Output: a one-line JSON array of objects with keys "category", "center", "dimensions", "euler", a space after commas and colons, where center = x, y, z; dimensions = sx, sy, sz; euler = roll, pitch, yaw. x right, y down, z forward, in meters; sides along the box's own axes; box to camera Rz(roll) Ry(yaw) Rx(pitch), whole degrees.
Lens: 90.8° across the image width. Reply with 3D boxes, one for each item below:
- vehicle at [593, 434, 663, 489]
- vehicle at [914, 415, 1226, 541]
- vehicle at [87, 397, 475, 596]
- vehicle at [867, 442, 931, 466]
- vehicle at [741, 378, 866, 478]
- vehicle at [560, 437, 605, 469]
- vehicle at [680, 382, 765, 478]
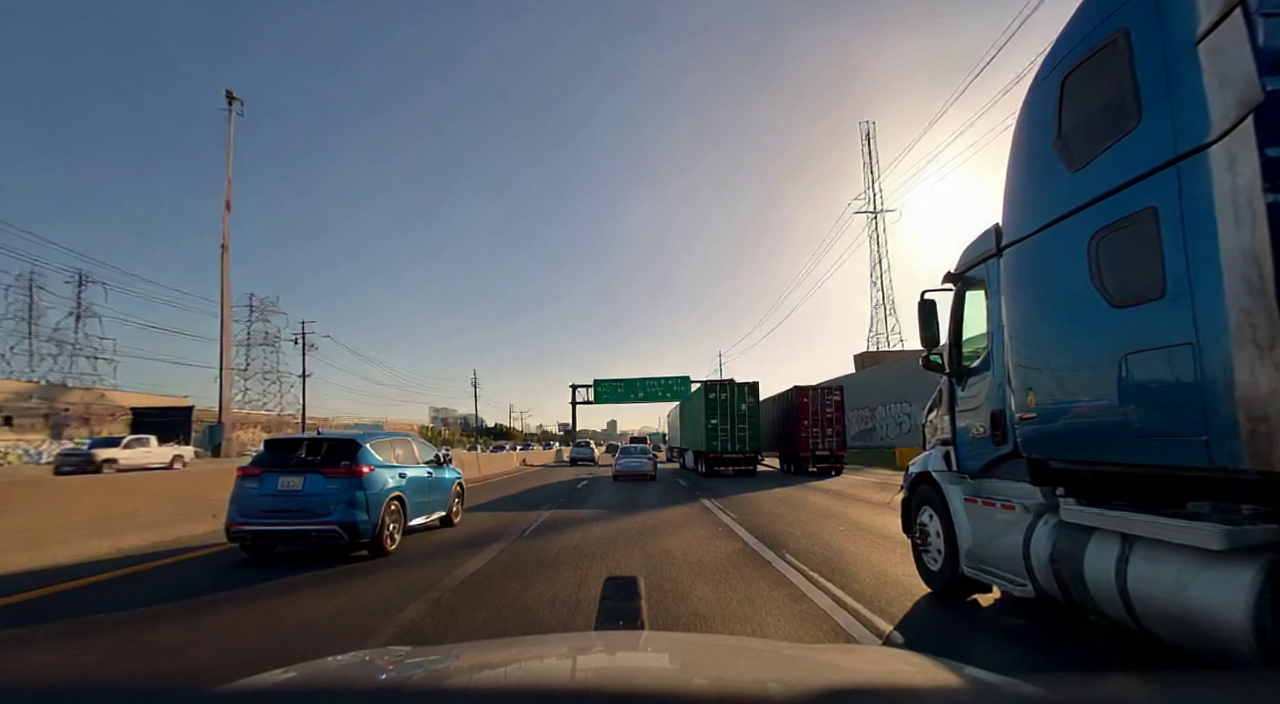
[{"category": "vehicle", "center": [-0.388, 3.736, 21.836], "dimensions": [2.191, 1.685, 4.015], "euler": [0, -9, -1]}, {"category": "vehicle", "center": [6.989, 2.100, 11.142], "dimensions": [2.202, 1.731, 4.628], "euler": [0, -9, 0]}, {"category": "vehicle", "center": [-3.891, 1.666, 8.140], "dimensions": [2.264, 1.804, 4.584], "euler": [0, -9, 0]}, {"category": "vehicle", "center": [19.450, 7.697, 47.832], "dimensions": [2.470, 1.666, 6.285], "euler": [-1, -9, 3]}, {"category": "vehicle", "center": [7.663, 4.046, 32.097], "dimensions": [2.868, 4.017, 12.827], "euler": [0, -9, 0]}, {"category": "vehicle", "center": [-3.484, 6.267, 39.193], "dimensions": [2.243, 1.820, 4.473], "euler": [0, -9, 1]}, {"category": "vehicle", "center": [3.902, 4.264, 33.280], "dimensions": [2.800, 4.039, 13.179], "euler": [0, -9, 0]}]
